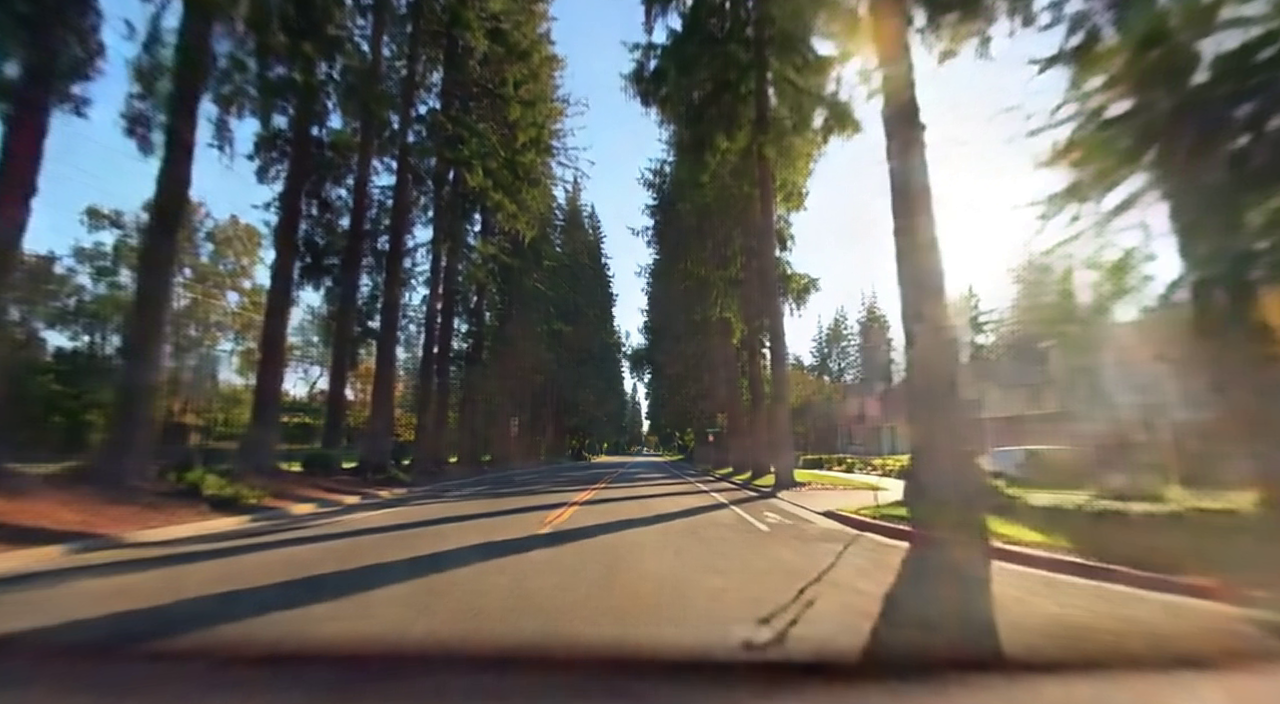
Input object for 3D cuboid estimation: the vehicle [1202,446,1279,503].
[{"bbox_3d":[20.006,3.879,20.383,1.958,1.644,4.527,-5,-10,33],"label":"vehicle"}]
